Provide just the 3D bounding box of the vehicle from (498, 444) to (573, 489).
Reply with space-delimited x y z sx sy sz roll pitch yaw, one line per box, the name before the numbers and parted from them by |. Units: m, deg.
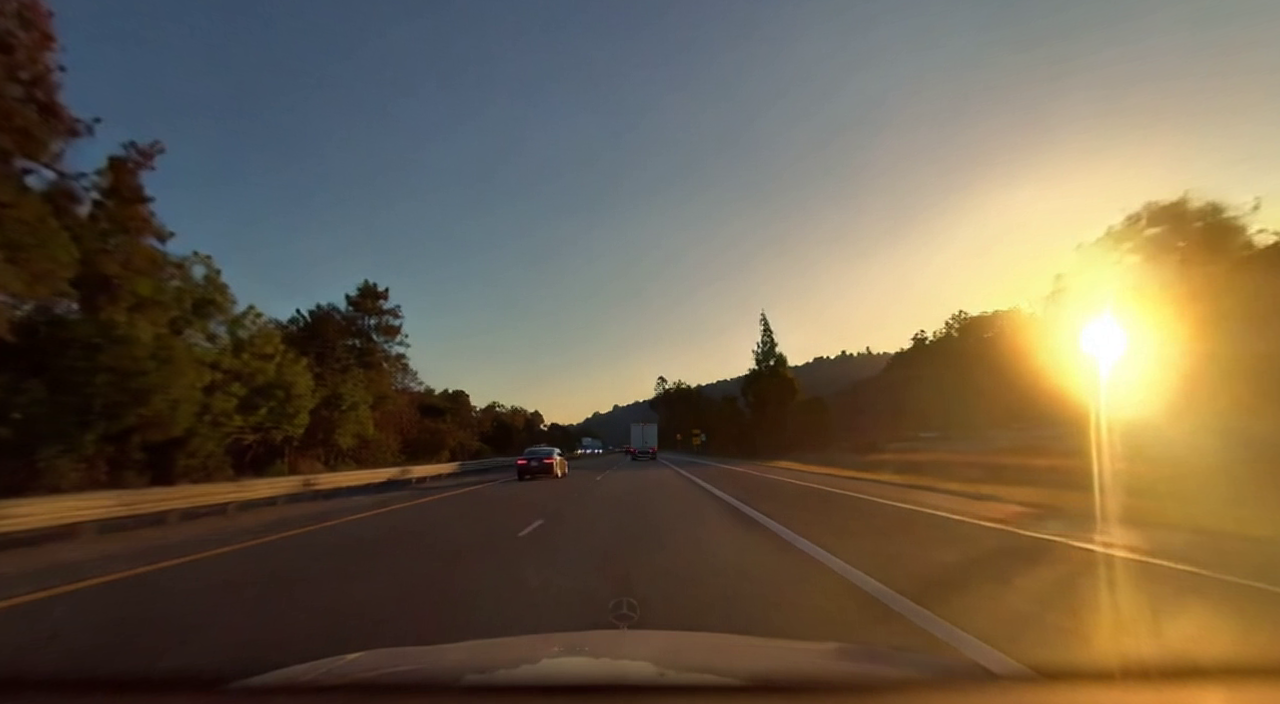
vehicle | -3.703 4.133 23.064 1.955 1.438 4.100 -1 -9 1
